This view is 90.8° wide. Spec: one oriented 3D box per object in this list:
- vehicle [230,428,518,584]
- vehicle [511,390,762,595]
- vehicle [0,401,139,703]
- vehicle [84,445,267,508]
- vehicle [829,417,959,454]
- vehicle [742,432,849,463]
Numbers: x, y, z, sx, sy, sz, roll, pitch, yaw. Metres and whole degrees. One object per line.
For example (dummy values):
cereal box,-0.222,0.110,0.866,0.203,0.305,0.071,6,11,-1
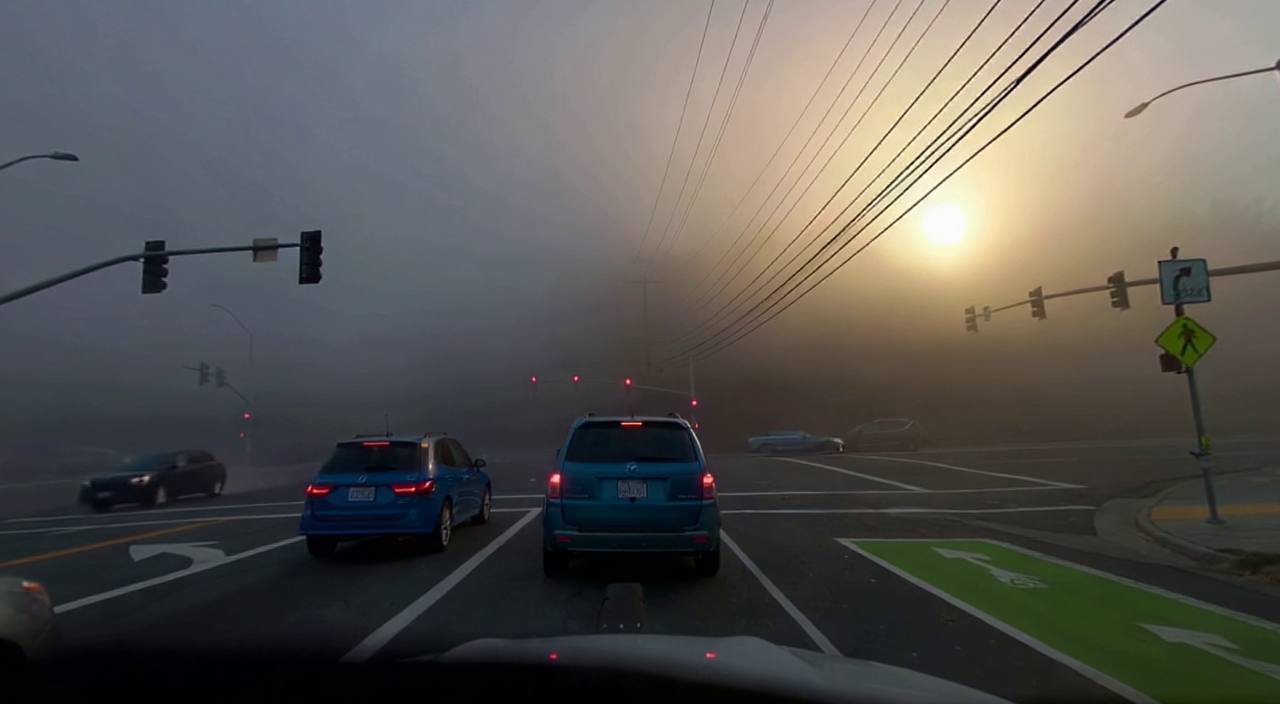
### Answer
vehicle,-2.934,1.765,8.012,1.969,1.486,3.702,0,-8,1
vehicle,-0.060,1.523,7.615,2.182,1.773,4.041,0,-8,-1
vehicle,-3.350,0.654,0.440,1.928,1.488,4.936,0,-8,0
vehicle,-13.692,3.647,19.071,2.079,1.656,4.545,0,-8,-1
vehicle,13.853,4.601,34.814,6.143,1.944,2.229,-1,-8,5
vehicle,7.654,4.743,31.423,4.715,1.438,2.023,-7,-11,37
